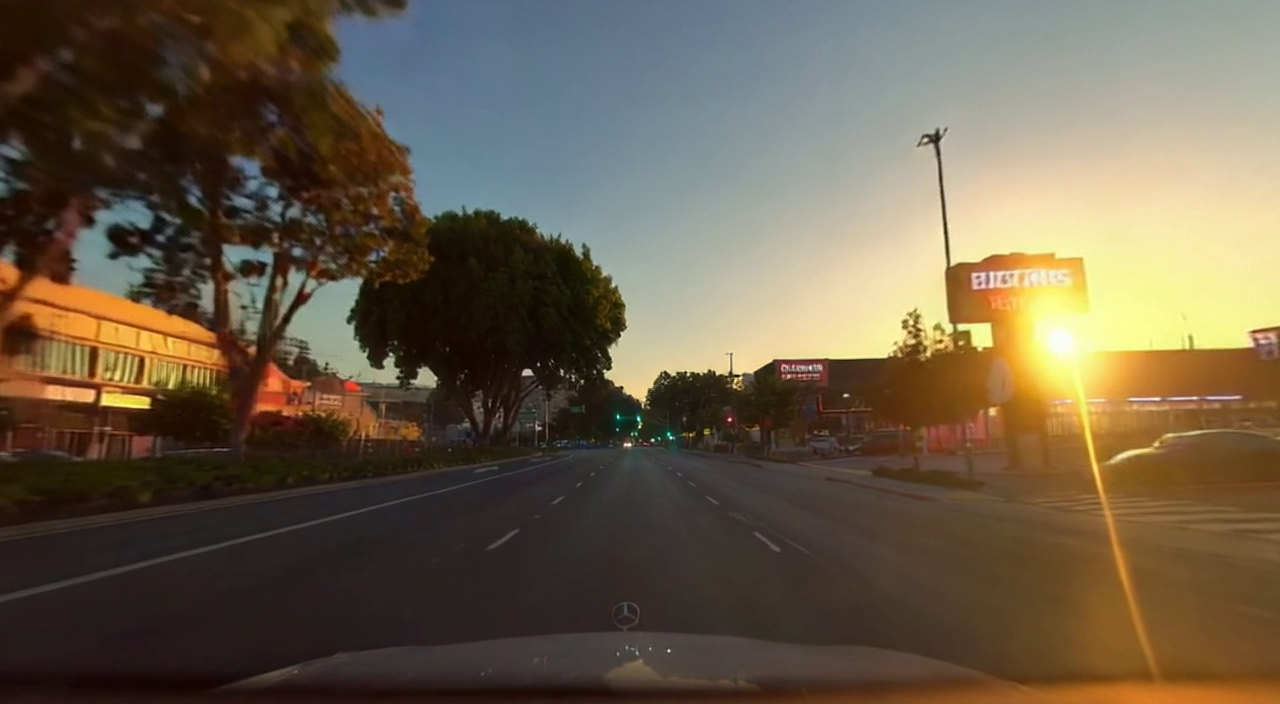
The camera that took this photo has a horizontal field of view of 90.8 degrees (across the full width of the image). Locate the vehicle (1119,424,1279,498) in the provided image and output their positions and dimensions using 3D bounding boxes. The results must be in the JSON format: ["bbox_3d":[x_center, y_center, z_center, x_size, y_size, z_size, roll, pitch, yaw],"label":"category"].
[{"bbox_3d":[15.352,2.814,16.617,1.881,1.664,4.658,0,-9,1],"label":"vehicle"}]

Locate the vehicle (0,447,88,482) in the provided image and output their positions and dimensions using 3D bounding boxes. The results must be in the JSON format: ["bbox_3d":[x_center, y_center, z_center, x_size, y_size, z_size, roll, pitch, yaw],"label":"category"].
[{"bbox_3d":[-31.134,5.626,31.829,4.654,1.681,2.034,0,-9,0],"label":"vehicle"}]

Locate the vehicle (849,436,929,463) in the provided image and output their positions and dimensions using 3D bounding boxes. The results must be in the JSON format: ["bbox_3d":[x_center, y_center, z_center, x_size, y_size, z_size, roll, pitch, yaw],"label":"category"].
[{"bbox_3d":[16.877,6.613,42.943,4.634,1.745,1.893,0,-9,0],"label":"vehicle"}]
